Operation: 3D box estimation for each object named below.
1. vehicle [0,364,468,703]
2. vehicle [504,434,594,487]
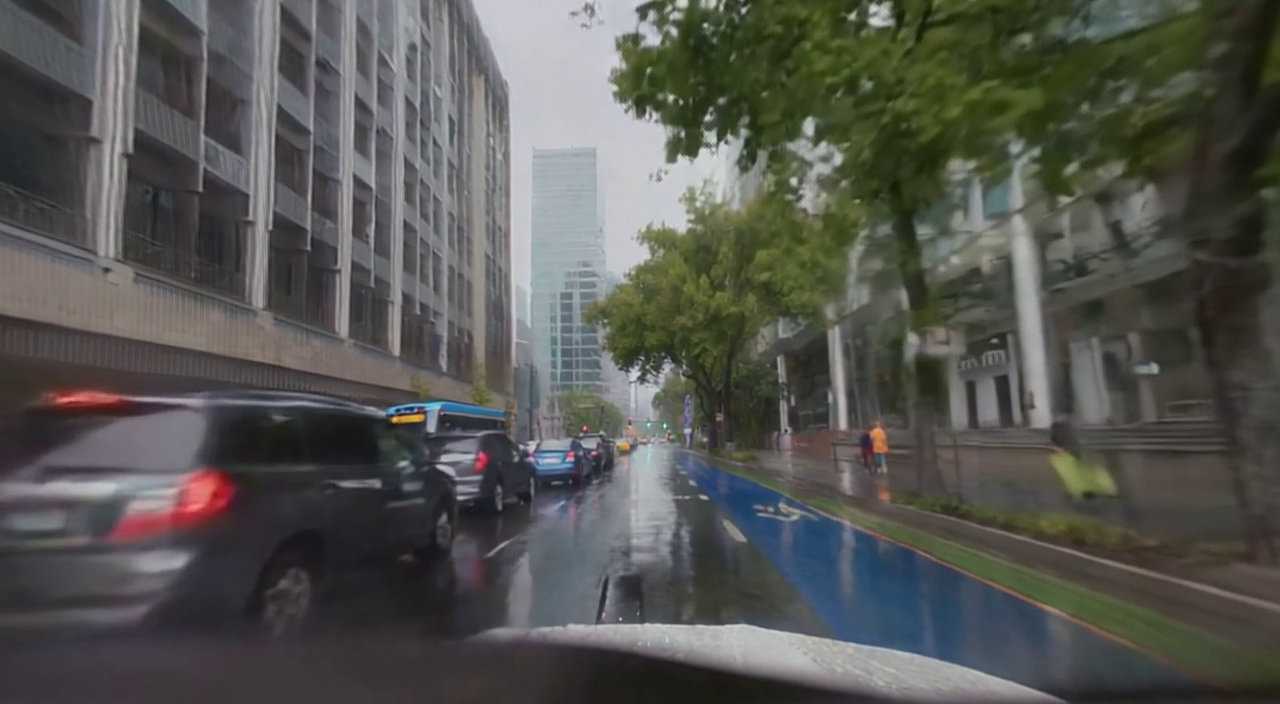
[{"bbox_3d":[-3.352,1.292,5.693,2.225,1.848,4.472,0,-8,2],"label":"vehicle"},{"bbox_3d":[-3.043,3.735,22.294,2.266,1.621,4.783,-1,-8,3],"label":"vehicle"}]
